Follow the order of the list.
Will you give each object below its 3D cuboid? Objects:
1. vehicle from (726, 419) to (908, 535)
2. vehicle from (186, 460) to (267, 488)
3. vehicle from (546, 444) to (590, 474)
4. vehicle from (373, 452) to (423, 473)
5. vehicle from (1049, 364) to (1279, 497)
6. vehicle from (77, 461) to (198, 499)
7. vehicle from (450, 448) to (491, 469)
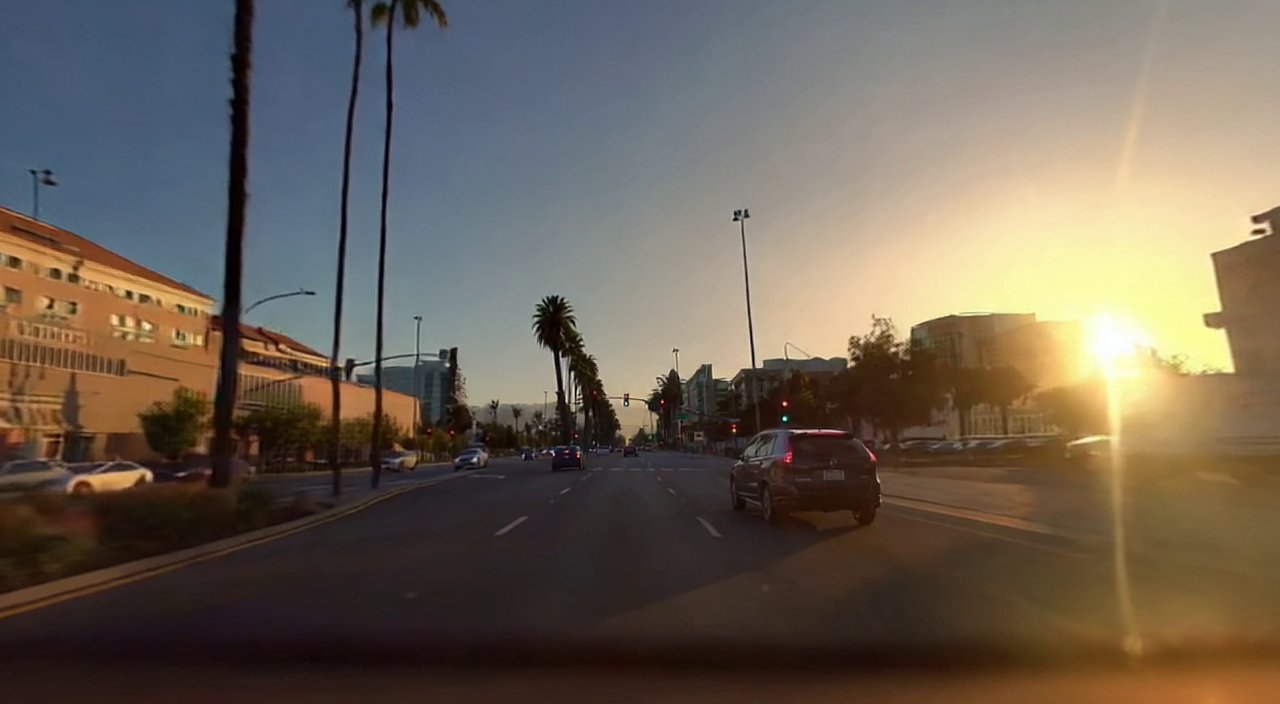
[{"bbox_3d":[2.950,2.201,11.677,1.982,1.711,4.276,0,-9,-2],"label":"vehicle"},{"bbox_3d":[-23.369,6.882,35.875,1.752,1.430,4.078,-1,-9,2],"label":"vehicle"},{"bbox_3d":[-3.874,5.818,34.582,2.034,1.498,3.995,0,-9,-1],"label":"vehicle"},{"bbox_3d":[-19.041,8.689,49.900,2.056,1.504,4.787,0,-9,0],"label":"vehicle"},{"bbox_3d":[15.281,2.096,16.753,6.704,3.194,2.704,-1,-9,4],"label":"vehicle"},{"bbox_3d":[-23.237,5.887,29.503,1.997,1.434,4.569,-2,-9,-1],"label":"vehicle"},{"bbox_3d":[-13.176,8.276,49.330,1.963,1.545,4.320,0,-9,0],"label":"vehicle"}]
